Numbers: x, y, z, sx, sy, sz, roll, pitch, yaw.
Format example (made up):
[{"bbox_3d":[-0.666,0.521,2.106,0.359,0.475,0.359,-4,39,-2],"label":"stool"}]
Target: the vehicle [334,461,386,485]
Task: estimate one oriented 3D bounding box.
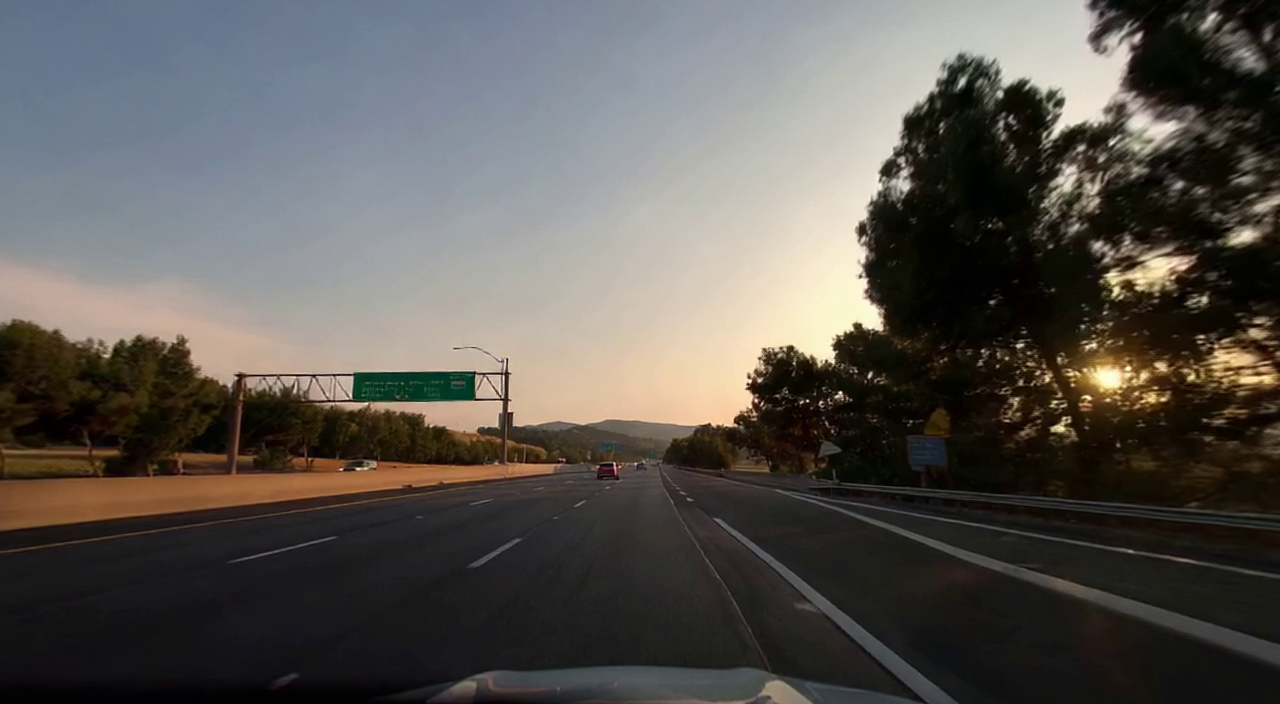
[{"bbox_3d":[-22.056,9.549,49.832,1.906,1.774,4.441,0,-10,2],"label":"vehicle"}]
